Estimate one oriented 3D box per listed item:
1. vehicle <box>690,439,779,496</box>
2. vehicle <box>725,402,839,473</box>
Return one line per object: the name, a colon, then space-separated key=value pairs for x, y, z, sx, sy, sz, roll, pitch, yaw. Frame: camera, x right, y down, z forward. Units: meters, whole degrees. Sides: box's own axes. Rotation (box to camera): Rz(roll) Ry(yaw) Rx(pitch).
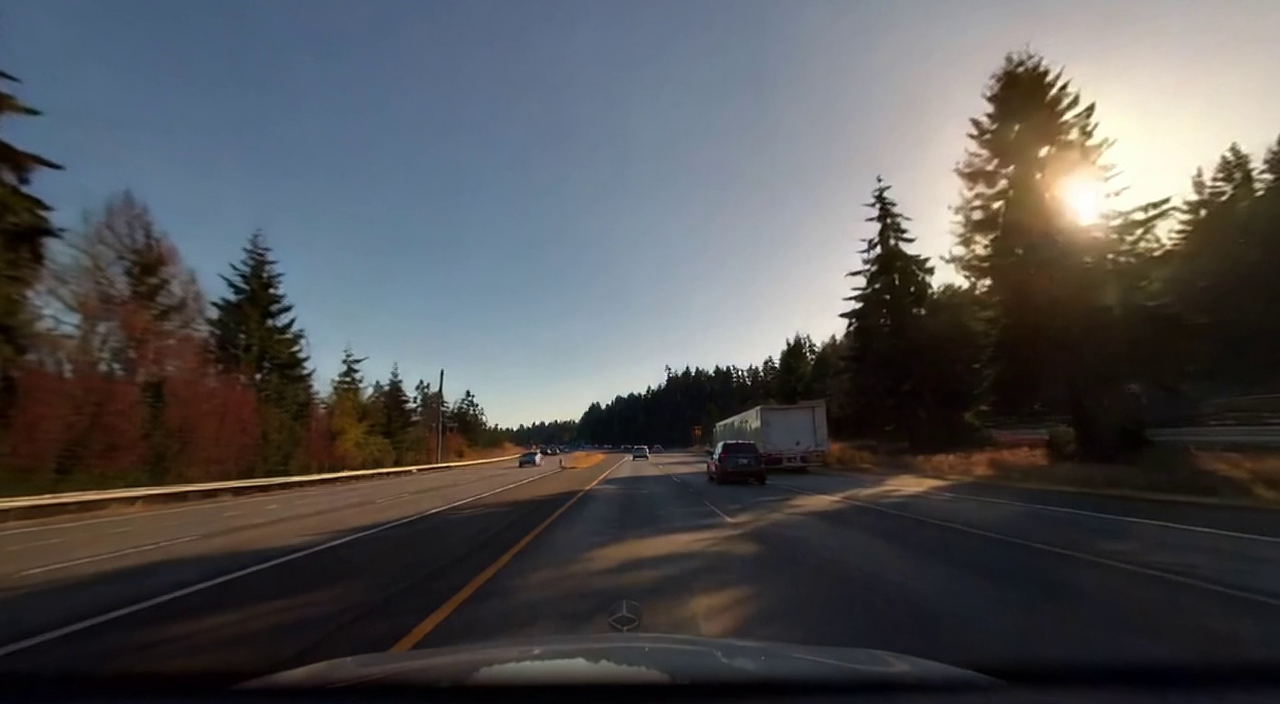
vehicle: x=2.947 y=3.761 z=20.866 sx=2.123 sy=1.620 sz=4.959 roll=0 pitch=-9 yaw=-1
vehicle: x=7.031 y=4.615 z=33.129 sx=3.536 sy=3.160 sz=9.428 roll=0 pitch=-9 yaw=-2
